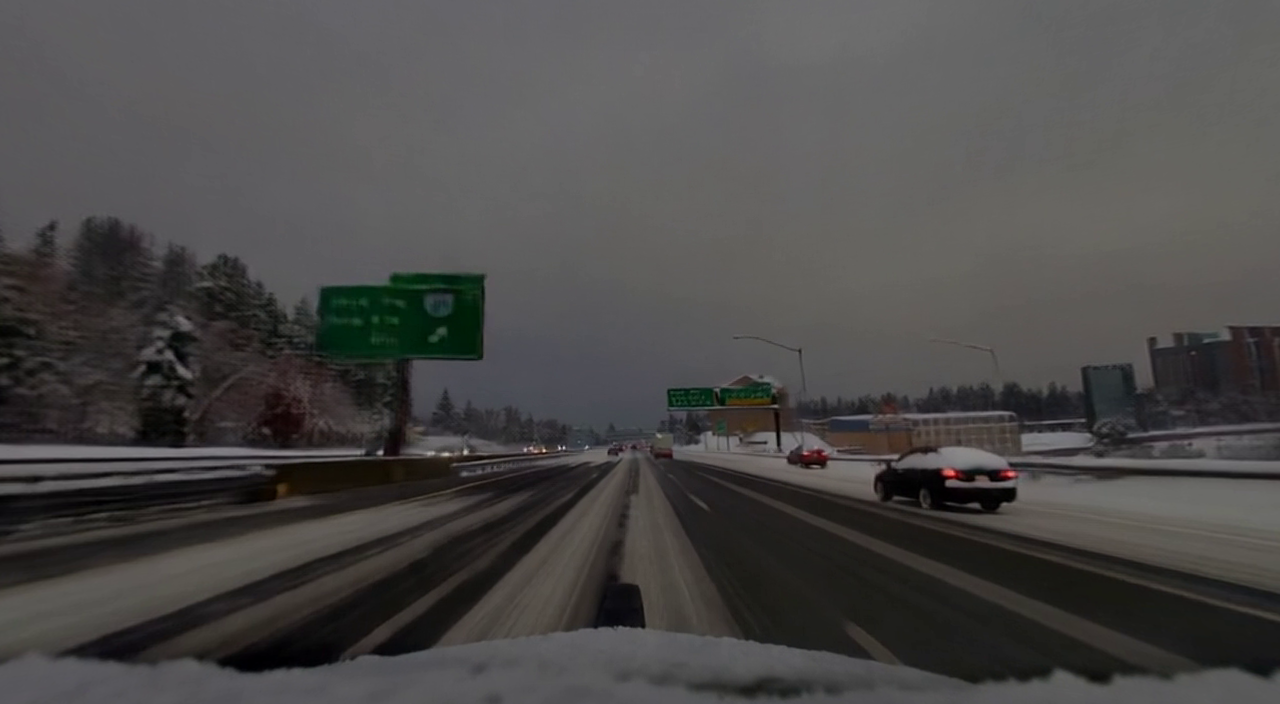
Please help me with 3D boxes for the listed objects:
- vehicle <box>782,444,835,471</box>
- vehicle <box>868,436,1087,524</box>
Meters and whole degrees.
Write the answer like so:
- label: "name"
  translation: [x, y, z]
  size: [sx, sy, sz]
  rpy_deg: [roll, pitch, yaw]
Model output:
- label: "vehicle"
  translation: [9.904, 6.238, 37.474]
  size: [1.878, 1.509, 4.327]
  rpy_deg: [0, -8, -1]
- label: "vehicle"
  translation: [6.748, 2.587, 13.427]
  size: [1.861, 1.500, 4.860]
  rpy_deg: [0, -8, -2]
